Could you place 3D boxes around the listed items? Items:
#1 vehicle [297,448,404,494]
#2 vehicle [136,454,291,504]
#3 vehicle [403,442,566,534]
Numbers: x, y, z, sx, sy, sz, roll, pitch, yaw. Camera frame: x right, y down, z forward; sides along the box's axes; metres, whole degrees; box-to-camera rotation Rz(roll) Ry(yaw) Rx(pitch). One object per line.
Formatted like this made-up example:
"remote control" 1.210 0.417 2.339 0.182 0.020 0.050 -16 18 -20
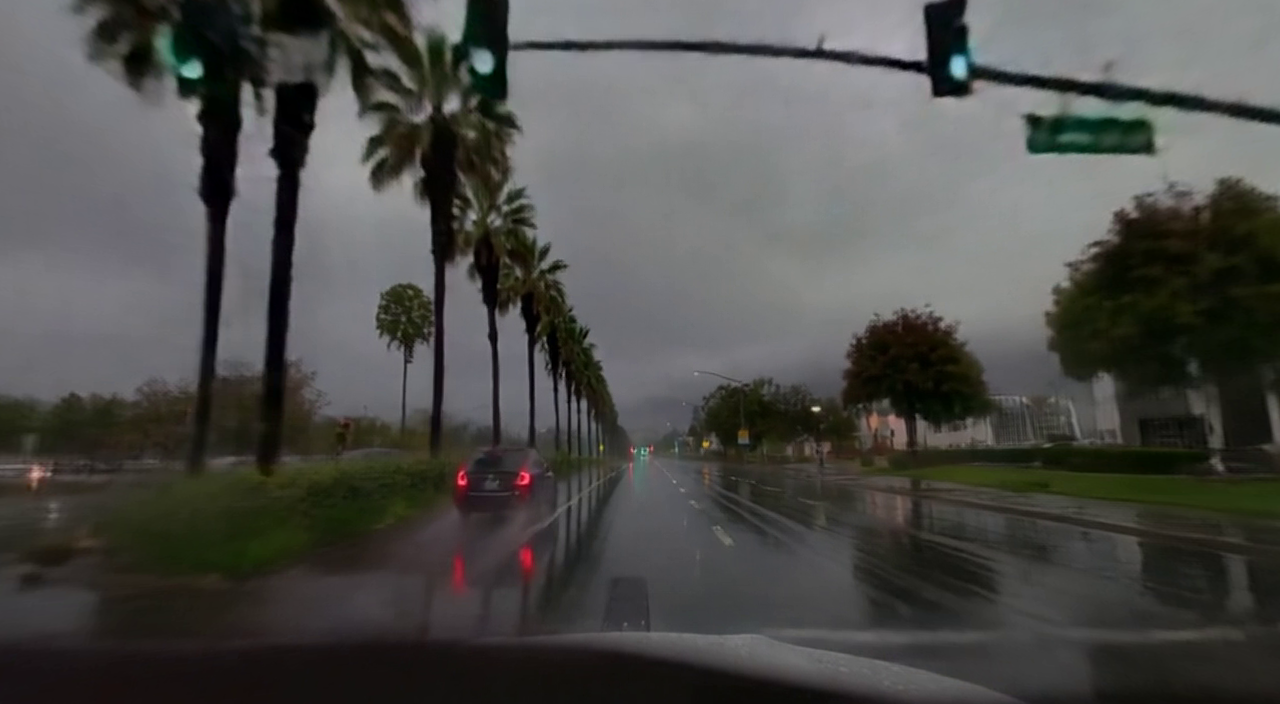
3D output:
"vehicle" -11.277 4.623 24.916 2.134 1.623 4.279 0 -8 1
"vehicle" -14.636 4.362 22.065 2.064 1.475 4.681 0 -8 2
"vehicle" -2.956 2.699 13.273 2.162 1.549 4.795 0 -8 1
